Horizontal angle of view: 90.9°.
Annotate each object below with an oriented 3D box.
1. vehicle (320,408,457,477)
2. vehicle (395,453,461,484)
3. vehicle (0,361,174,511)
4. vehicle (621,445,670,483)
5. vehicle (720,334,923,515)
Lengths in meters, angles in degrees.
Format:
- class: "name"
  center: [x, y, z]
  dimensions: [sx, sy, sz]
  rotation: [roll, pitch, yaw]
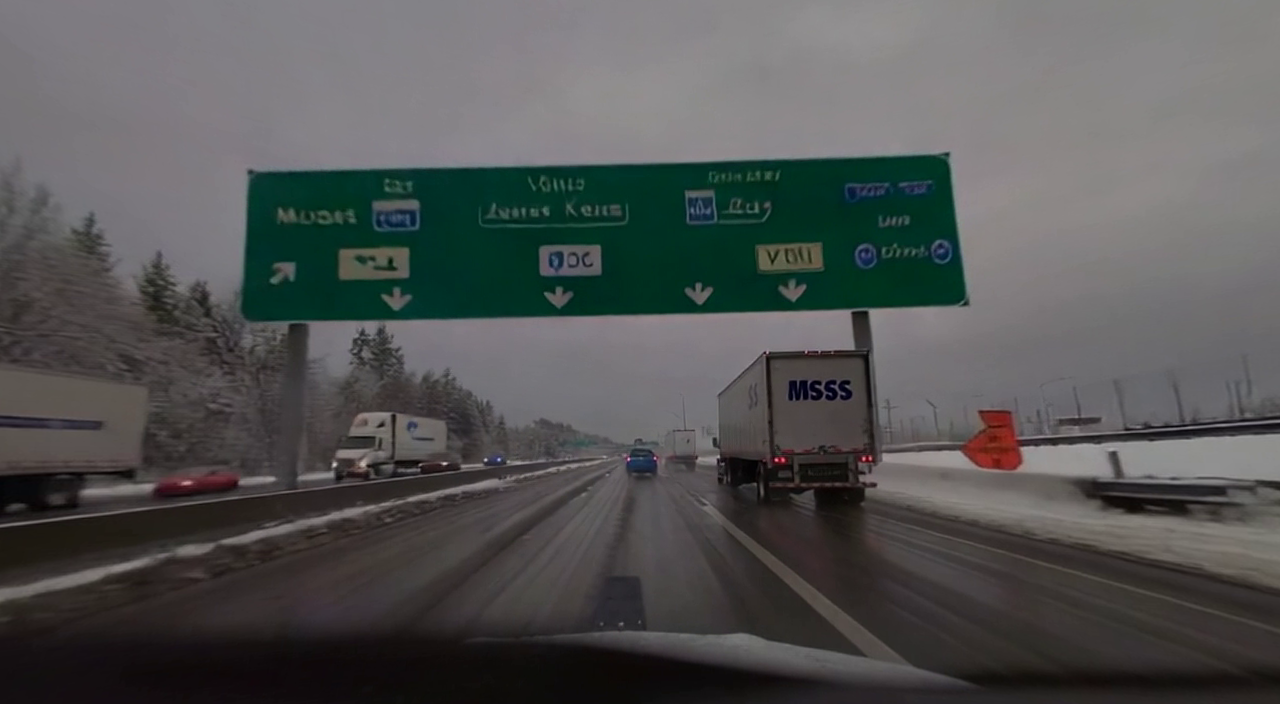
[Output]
- class: "vehicle"
  center: [-17.429, 6.750, 46.028]
  dimensions: [3.305, 4.034, 16.829]
  rotation: [1, -9, -1]
- class: "vehicle"
  center: [-10.684, 5.885, 32.082]
  dimensions: [2.016, 1.450, 3.690]
  rotation: [0, -9, 1]
- class: "vehicle"
  center: [-18.427, 2.323, 17.262]
  dimensions: [2.753, 3.956, 11.031]
  rotation: [0, -9, 0]
- class: "vehicle"
  center: [0.265, 5.204, 29.529]
  dimensions: [2.121, 1.642, 3.828]
  rotation: [0, -9, 1]
- class: "vehicle"
  center: [5.011, 2.692, 21.465]
  dimensions: [3.002, 4.104, 14.174]
  rotation: [0, -9, 1]
